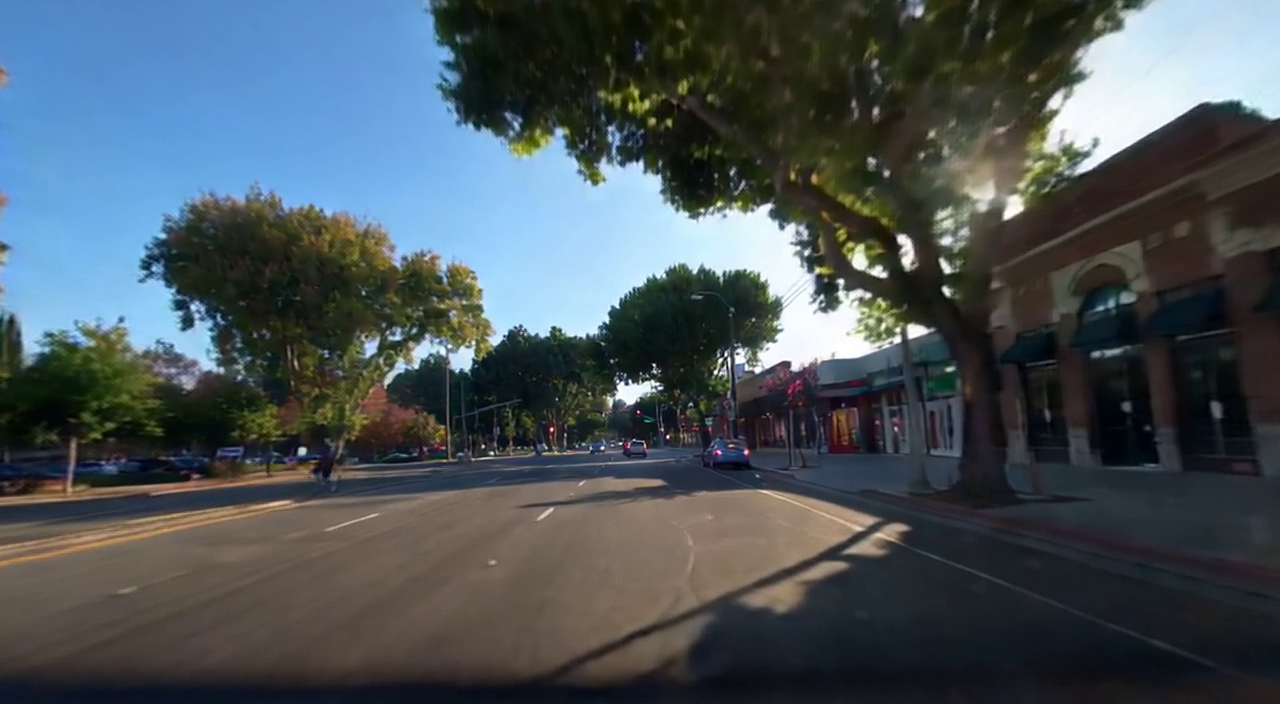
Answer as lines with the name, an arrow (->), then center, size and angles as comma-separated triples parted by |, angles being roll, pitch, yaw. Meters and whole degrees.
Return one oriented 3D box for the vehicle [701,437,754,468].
vehicle -> 4.479, 5.213, 32.857 | 1.942, 1.469, 4.049 | 0, -8, -3
